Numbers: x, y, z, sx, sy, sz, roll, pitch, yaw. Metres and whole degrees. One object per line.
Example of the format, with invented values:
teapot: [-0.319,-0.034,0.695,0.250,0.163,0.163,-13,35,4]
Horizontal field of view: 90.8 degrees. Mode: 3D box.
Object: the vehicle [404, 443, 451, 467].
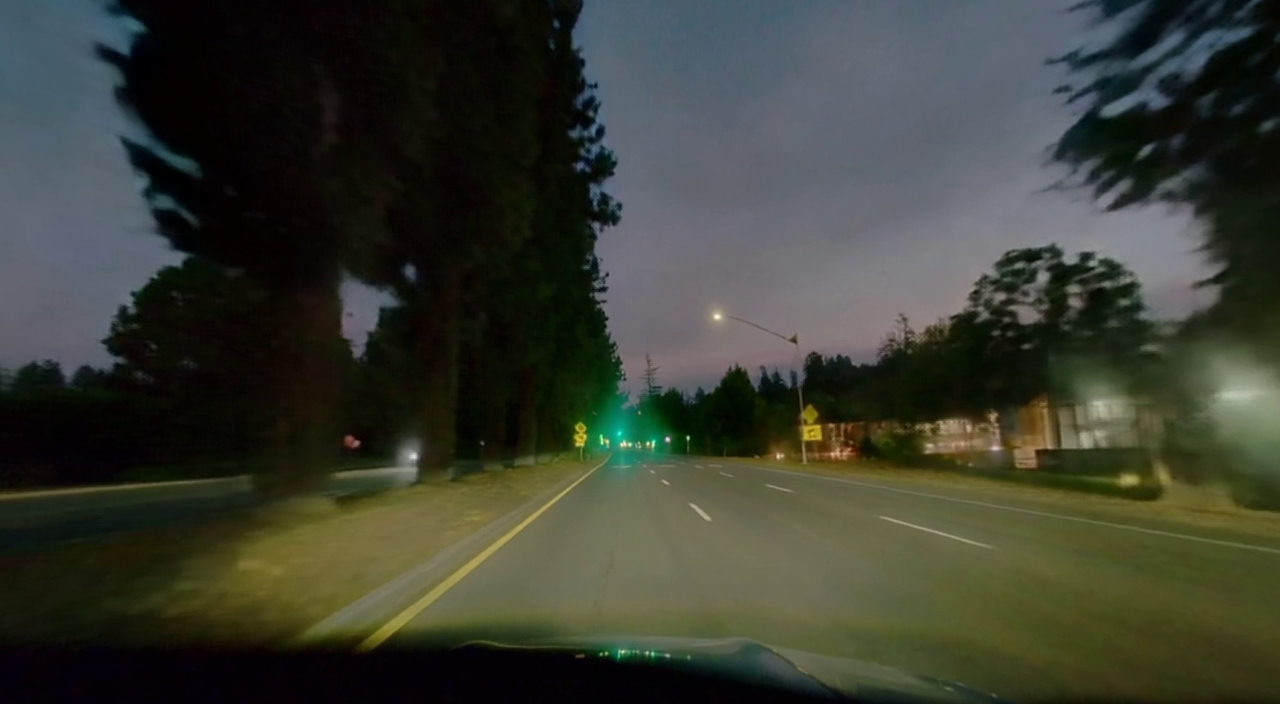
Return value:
vehicle: [-16.380,7.980,48.968,2.022,1.738,4.668,0,-9,0]
